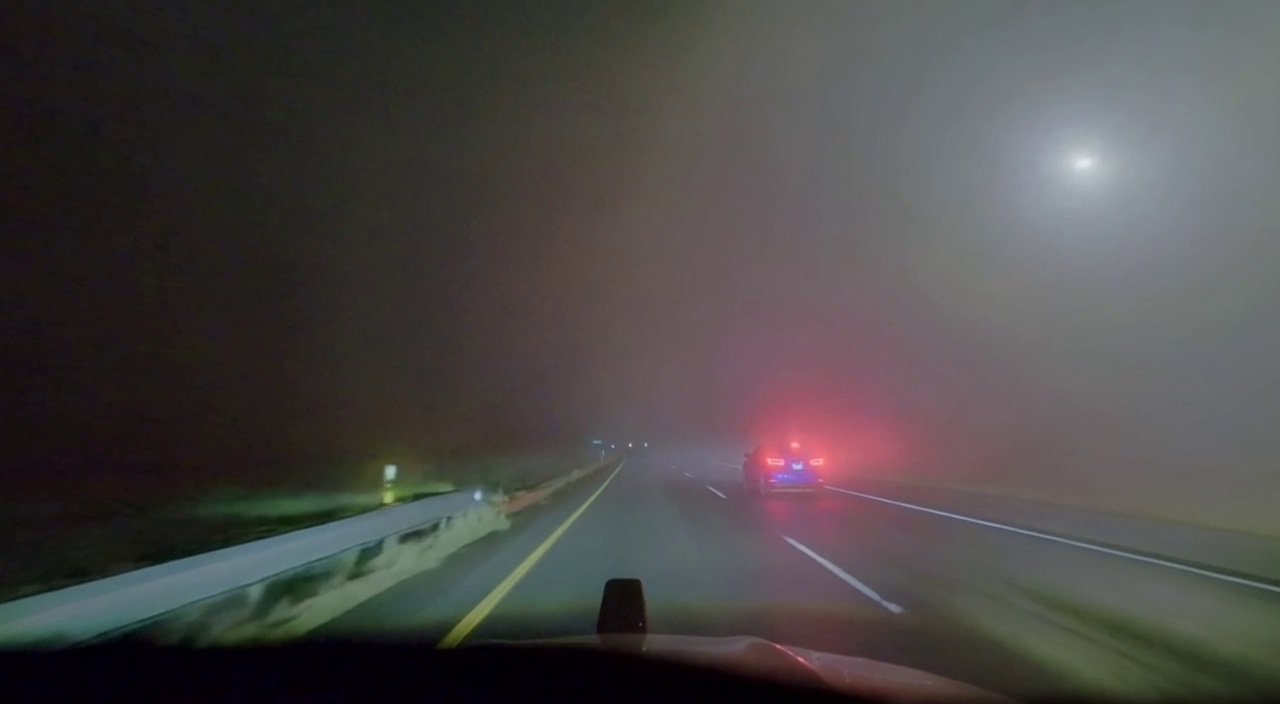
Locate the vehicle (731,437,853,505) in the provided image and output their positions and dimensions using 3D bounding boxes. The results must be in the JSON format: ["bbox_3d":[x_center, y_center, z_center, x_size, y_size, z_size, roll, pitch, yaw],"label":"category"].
[{"bbox_3d":[3.667,2.956,16.164,2.003,1.466,4.441,-1,-8,0],"label":"vehicle"}]
